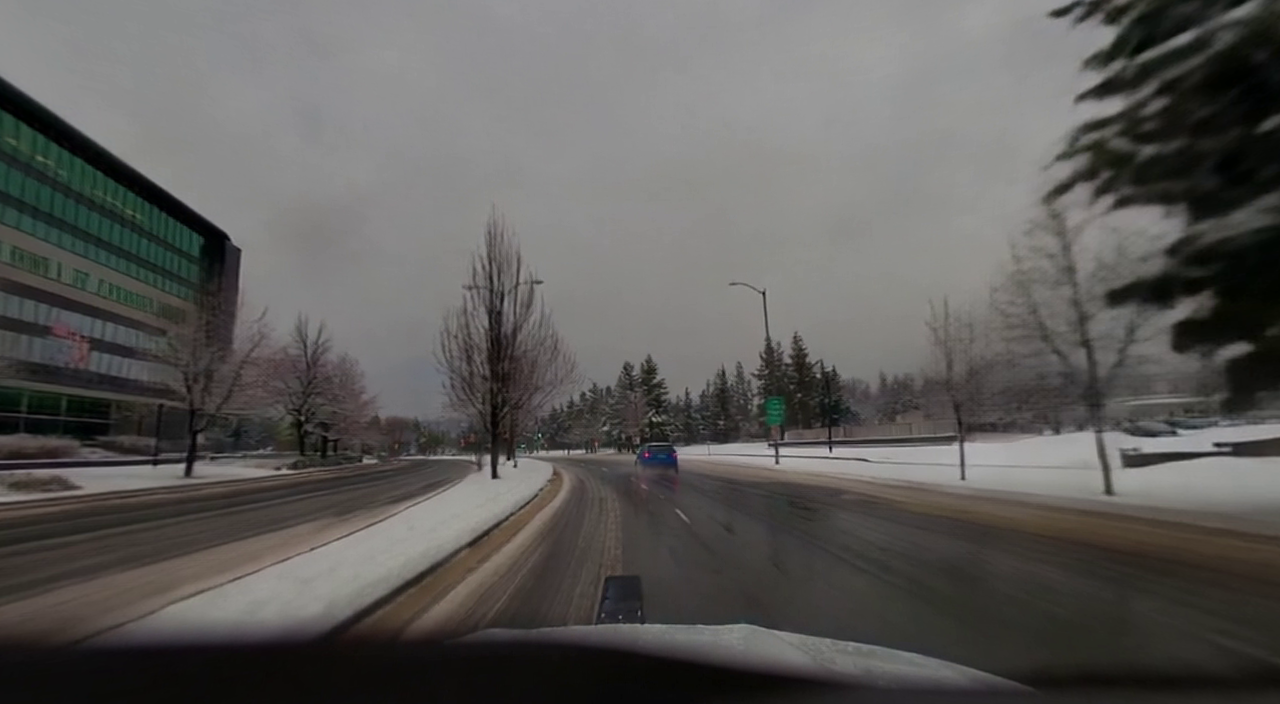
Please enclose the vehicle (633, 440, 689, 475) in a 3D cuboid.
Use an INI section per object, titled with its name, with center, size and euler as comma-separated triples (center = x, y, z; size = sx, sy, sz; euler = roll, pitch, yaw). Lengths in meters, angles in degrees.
[vehicle]
center = 0.966, 5.300, 31.973
size = 2.165, 1.633, 4.381
euler = 1, -8, -7
